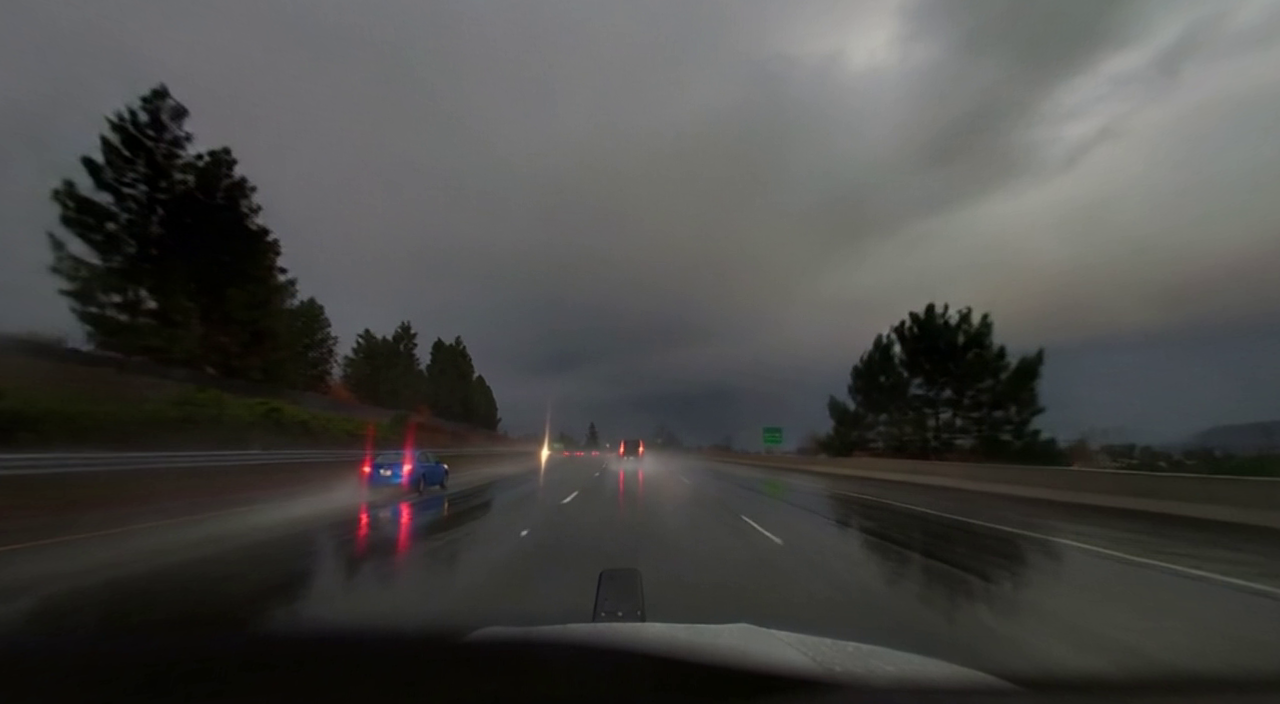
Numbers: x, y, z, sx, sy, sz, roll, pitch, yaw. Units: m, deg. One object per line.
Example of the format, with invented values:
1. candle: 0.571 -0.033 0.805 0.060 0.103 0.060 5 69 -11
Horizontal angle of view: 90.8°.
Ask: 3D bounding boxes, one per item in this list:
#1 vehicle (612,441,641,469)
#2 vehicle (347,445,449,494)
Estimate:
1. vehicle: -1.010 7.393 45.380 1.990 1.878 4.079 0 -9 -3
2. vehicle: -7.898 3.849 21.069 1.915 1.479 3.843 0 -9 -1
